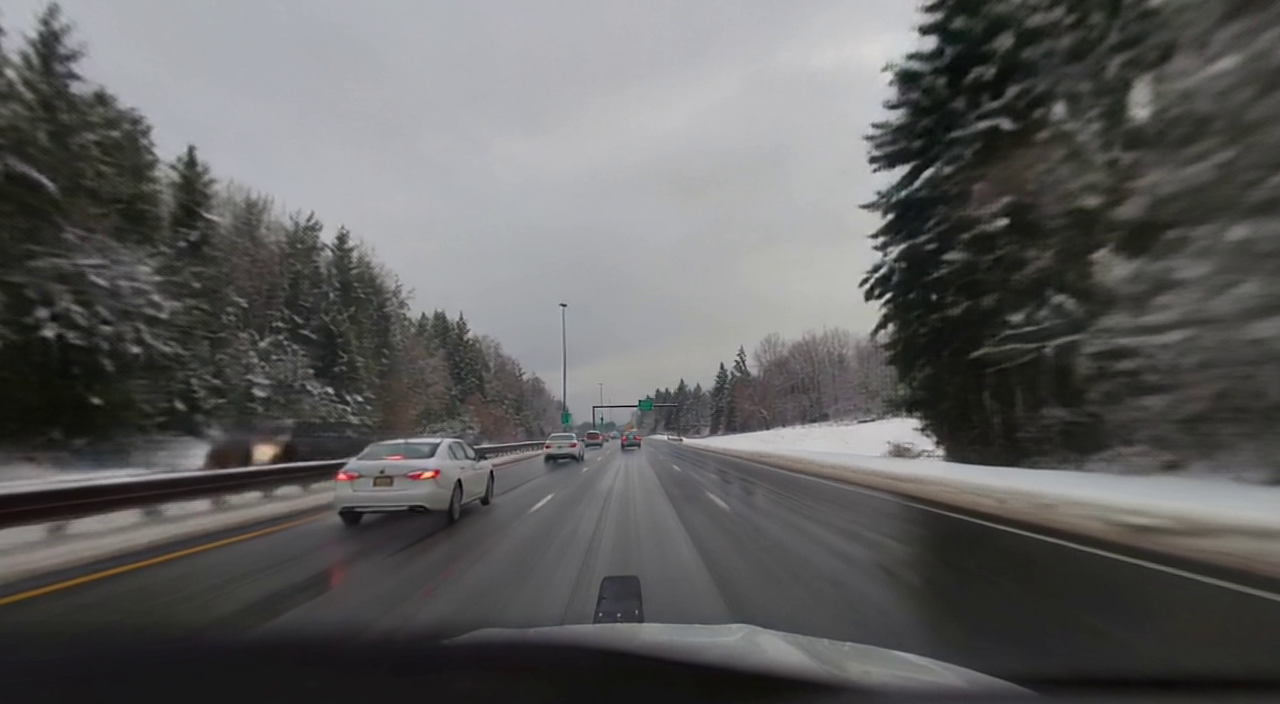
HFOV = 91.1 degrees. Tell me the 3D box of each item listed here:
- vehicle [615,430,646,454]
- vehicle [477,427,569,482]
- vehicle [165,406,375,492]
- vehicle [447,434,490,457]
[{"bbox_3d":[-0.655,6.264,43.971,2.054,1.609,3.859,0,-8,0],"label":"vehicle"},{"bbox_3d":[-3.467,3.122,19.575,1.989,1.497,4.645,0,-8,0],"label":"vehicle"},{"bbox_3d":[-11.557,3.118,20.702,2.459,2.312,7.383,0,-8,0],"label":"vehicle"},{"bbox_3d":[-12.450,6.818,45.896,1.903,1.544,4.199,0,-8,0],"label":"vehicle"}]
